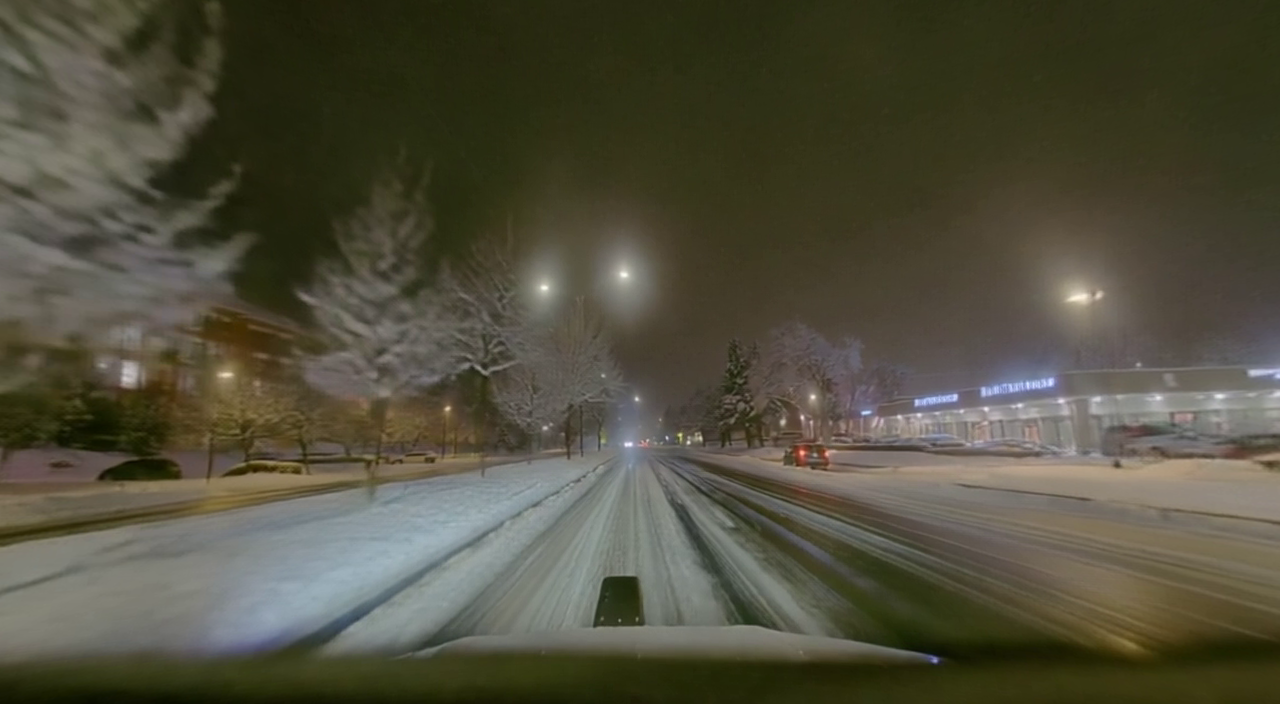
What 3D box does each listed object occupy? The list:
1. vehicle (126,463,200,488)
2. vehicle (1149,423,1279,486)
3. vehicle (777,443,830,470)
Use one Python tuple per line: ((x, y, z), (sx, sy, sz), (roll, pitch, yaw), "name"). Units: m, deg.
((-30.646, 7.948, 40.509), (3.440, 1.394, 1.613), (-1, -7, -1), "vehicle")
((19.199, 3.090, 19.358), (2.179, 1.767, 5.837), (-2, -8, 0), "vehicle")
((10.079, 6.452, 39.130), (2.013, 1.551, 4.460), (0, -8, -1), "vehicle")
